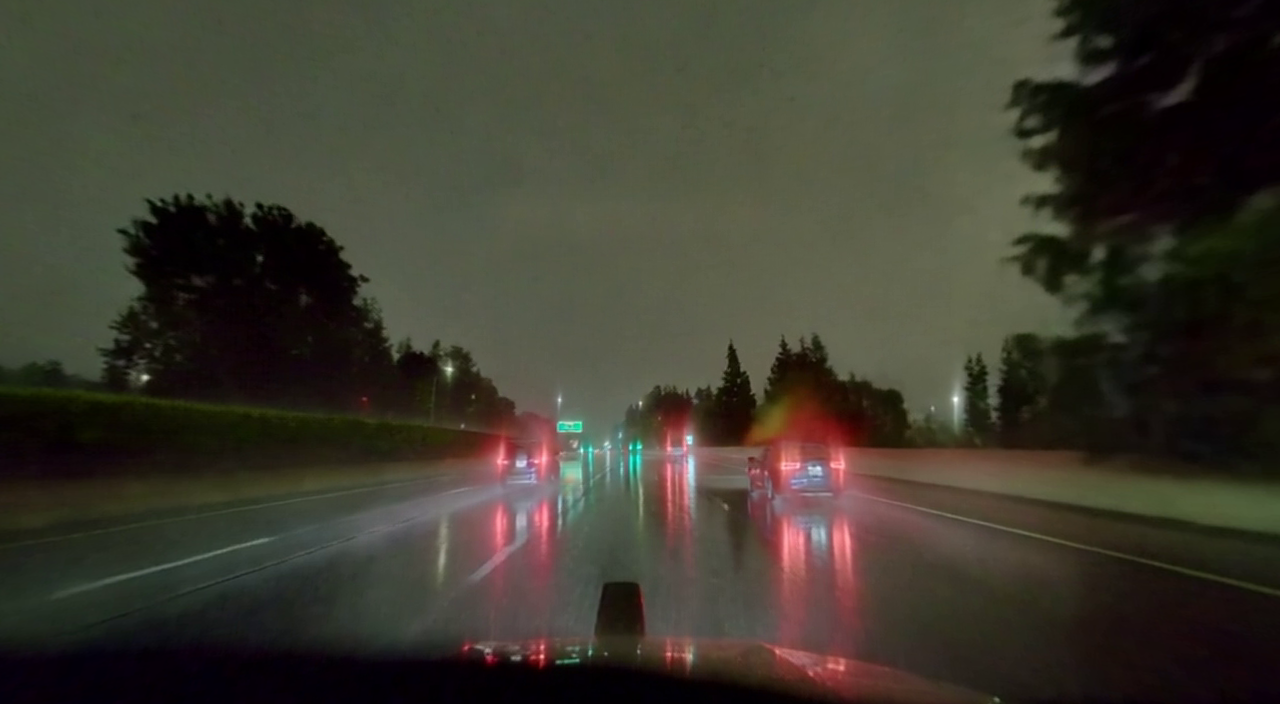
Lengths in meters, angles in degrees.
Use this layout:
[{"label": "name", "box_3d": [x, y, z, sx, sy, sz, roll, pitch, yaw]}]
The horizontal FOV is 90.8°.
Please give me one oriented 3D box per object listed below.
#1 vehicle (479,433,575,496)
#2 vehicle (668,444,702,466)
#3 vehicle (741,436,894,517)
[{"label": "vehicle", "box_3d": [-3.416, 3.514, 20.100, 2.244, 1.755, 4.417, 0, -9, 0]}, {"label": "vehicle", "box_3d": [3.217, 7.393, 45.541, 2.021, 1.447, 3.985, 0, -9, -2]}, {"label": "vehicle", "box_3d": [3.598, 2.603, 13.737, 1.947, 1.437, 4.345, 0, -9, -2]}]
